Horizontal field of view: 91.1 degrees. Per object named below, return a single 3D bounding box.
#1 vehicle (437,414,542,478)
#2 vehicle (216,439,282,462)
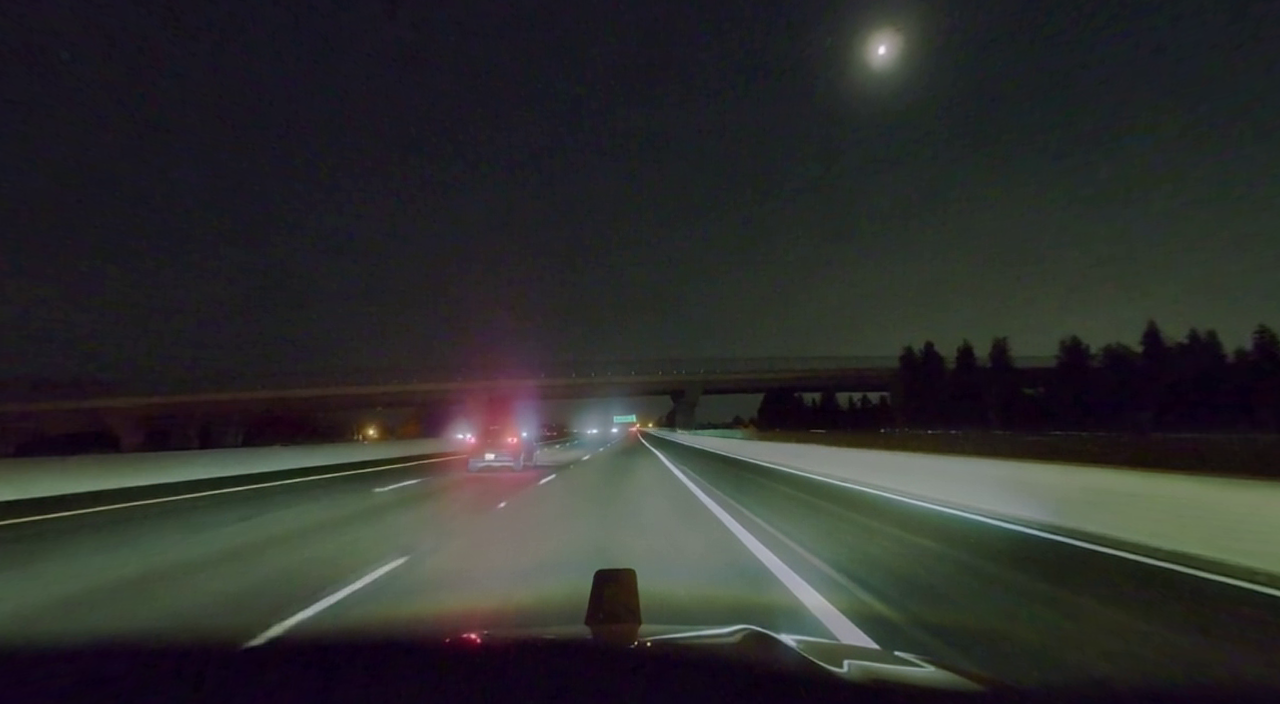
[{"bbox_3d":[-4.531,2.917,19.756,2.153,1.730,4.772,0,-8,0],"label":"vehicle"},{"bbox_3d":[-27.177,6.848,43.848,1.819,1.503,4.311,0,-8,-1],"label":"vehicle"}]
